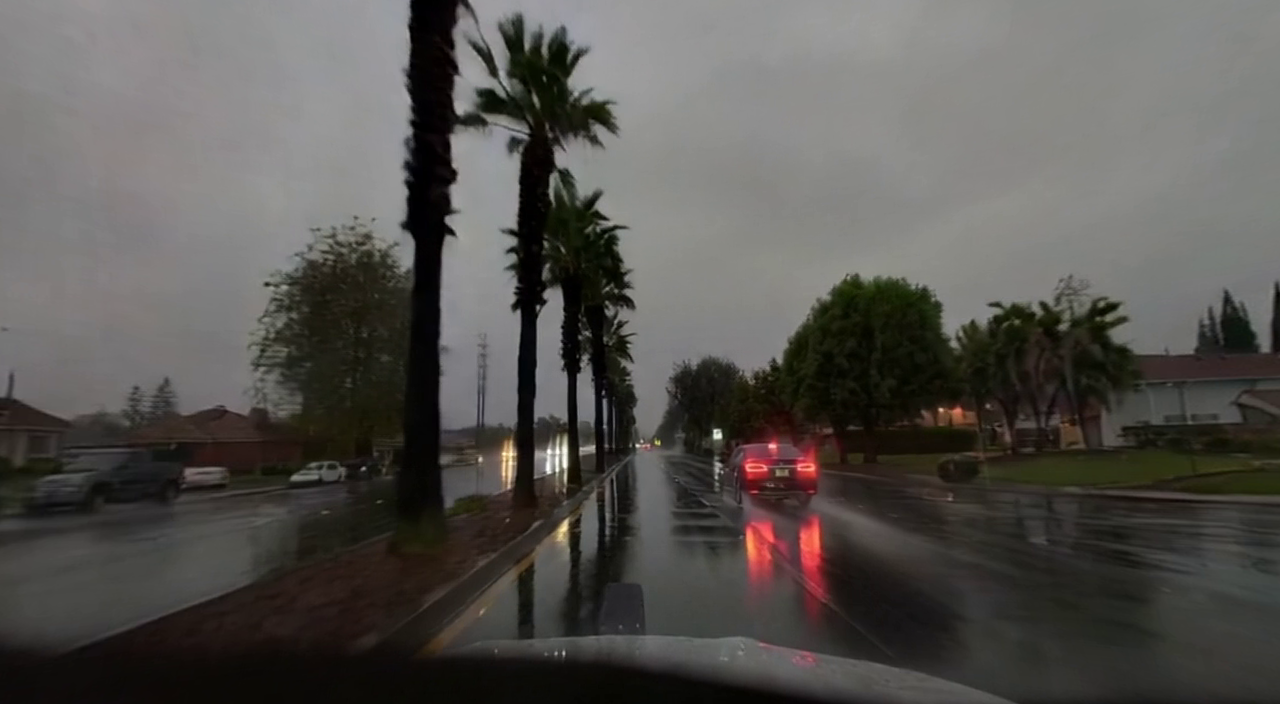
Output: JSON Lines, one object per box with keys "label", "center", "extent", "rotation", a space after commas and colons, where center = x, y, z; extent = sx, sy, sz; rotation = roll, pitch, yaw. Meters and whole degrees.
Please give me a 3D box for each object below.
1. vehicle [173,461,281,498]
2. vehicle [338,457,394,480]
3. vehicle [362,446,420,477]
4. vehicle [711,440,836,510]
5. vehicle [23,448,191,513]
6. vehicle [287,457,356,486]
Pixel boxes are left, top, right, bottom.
{"label": "vehicle", "center": [-19.054, 5.884, 29.452], "extent": [1.848, 1.432, 4.662], "rotation": [0, -9, 1]}
{"label": "vehicle", "center": [-18.670, 7.928, 43.210], "extent": [1.828, 1.472, 4.464], "rotation": [0, -9, 0]}
{"label": "vehicle", "center": [-19.078, 8.427, 48.742], "extent": [2.344, 2.232, 5.170], "rotation": [0, -9, 0]}
{"label": "vehicle", "center": [3.134, 2.997, 15.951], "extent": [1.989, 1.492, 4.689], "rotation": [0, -9, -2]}
{"label": "vehicle", "center": [-19.155, 4.613, 23.078], "extent": [1.987, 1.998, 4.642], "rotation": [-4, -10, 1]}
{"label": "vehicle", "center": [-18.874, 7.078, 37.714], "extent": [1.811, 1.539, 4.560], "rotation": [0, -9, -1]}
